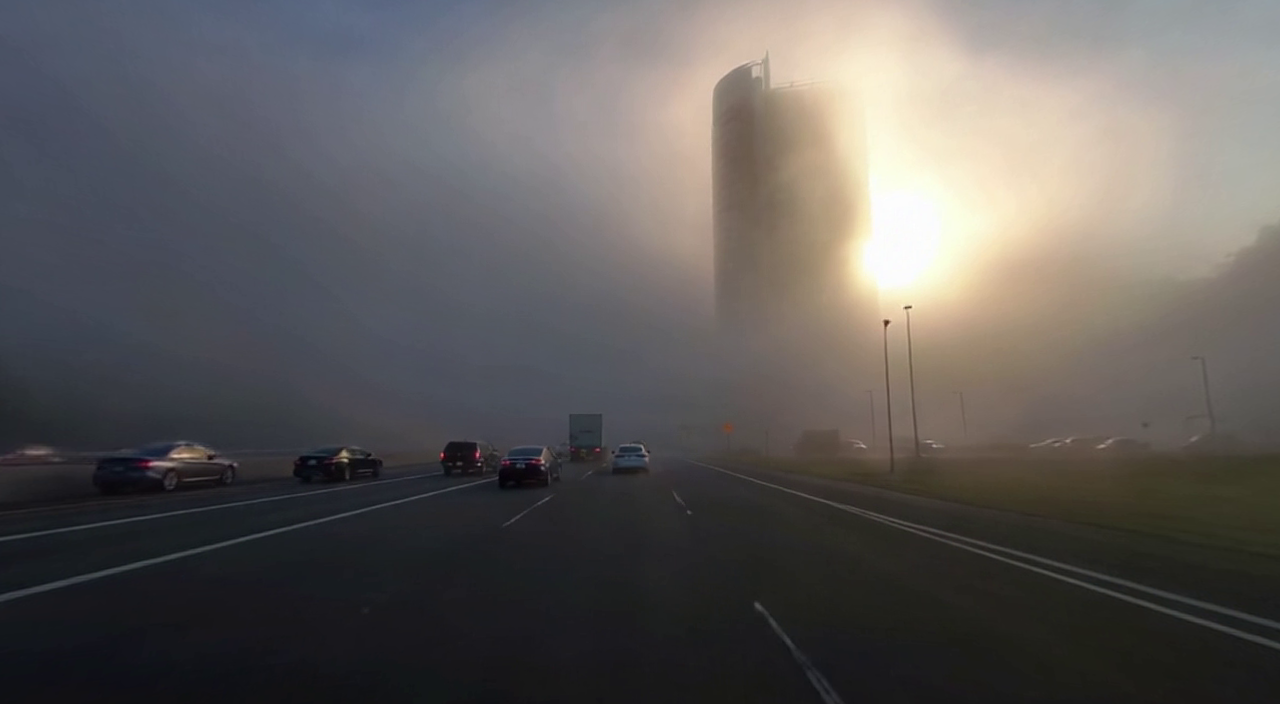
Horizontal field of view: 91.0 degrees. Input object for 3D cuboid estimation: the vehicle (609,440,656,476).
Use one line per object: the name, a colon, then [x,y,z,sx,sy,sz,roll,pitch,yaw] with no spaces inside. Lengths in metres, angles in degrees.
vehicle: [-0.348,4.811,28.803,1.991,1.488,3.922,0,-9,0]

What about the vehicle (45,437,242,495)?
vehicle: [-14.506,3.339,18.876,1.948,1.483,4.814,0,-9,0]

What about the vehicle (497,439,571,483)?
vehicle: [-3.931,4.124,24.146,2.016,1.497,4.235,0,-9,1]

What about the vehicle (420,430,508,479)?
vehicle: [-7.207,4.268,26.354,2.190,1.821,4.800,0,-9,1]

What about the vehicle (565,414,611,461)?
vehicle: [-3.935,6.810,49.693,2.955,3.359,8.322,0,-9,0]

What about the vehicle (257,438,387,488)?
vehicle: [-10.724,3.766,21.737,1.987,1.495,4.710,0,-9,1]
